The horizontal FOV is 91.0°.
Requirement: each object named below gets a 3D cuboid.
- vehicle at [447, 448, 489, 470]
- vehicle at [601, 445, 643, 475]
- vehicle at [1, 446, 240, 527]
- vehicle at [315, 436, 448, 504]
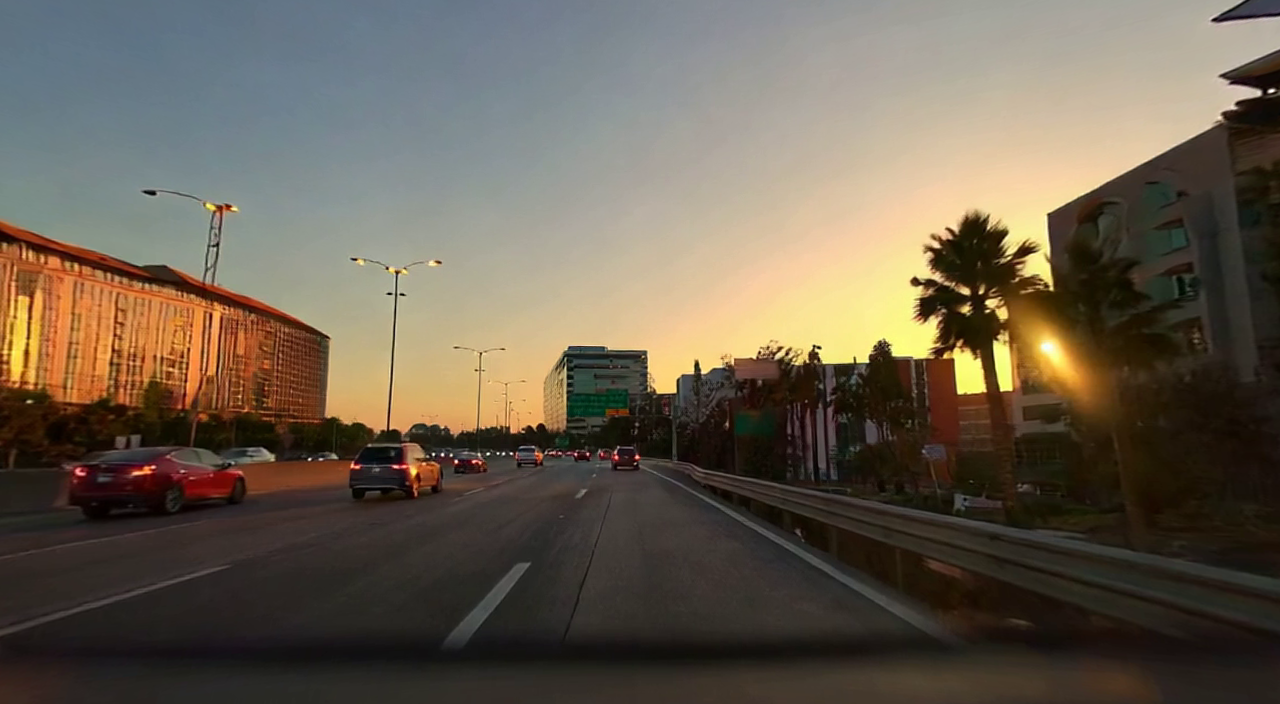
[{"bbox_3d":[-11.999,7.487,44.185,1.861,1.466,4.233,0,-9,-3],"label":"vehicle"},{"bbox_3d":[-1.014,5.836,34.352,2.110,1.501,4.319,0,-9,-2],"label":"vehicle"},{"bbox_3d":[-11.066,2.832,13.874,1.936,1.501,3.900,0,-9,-1],"label":"vehicle"},{"bbox_3d":[-7.299,3.351,18.347,2.065,1.689,4.399,0,-9,-1],"label":"vehicle"}]
